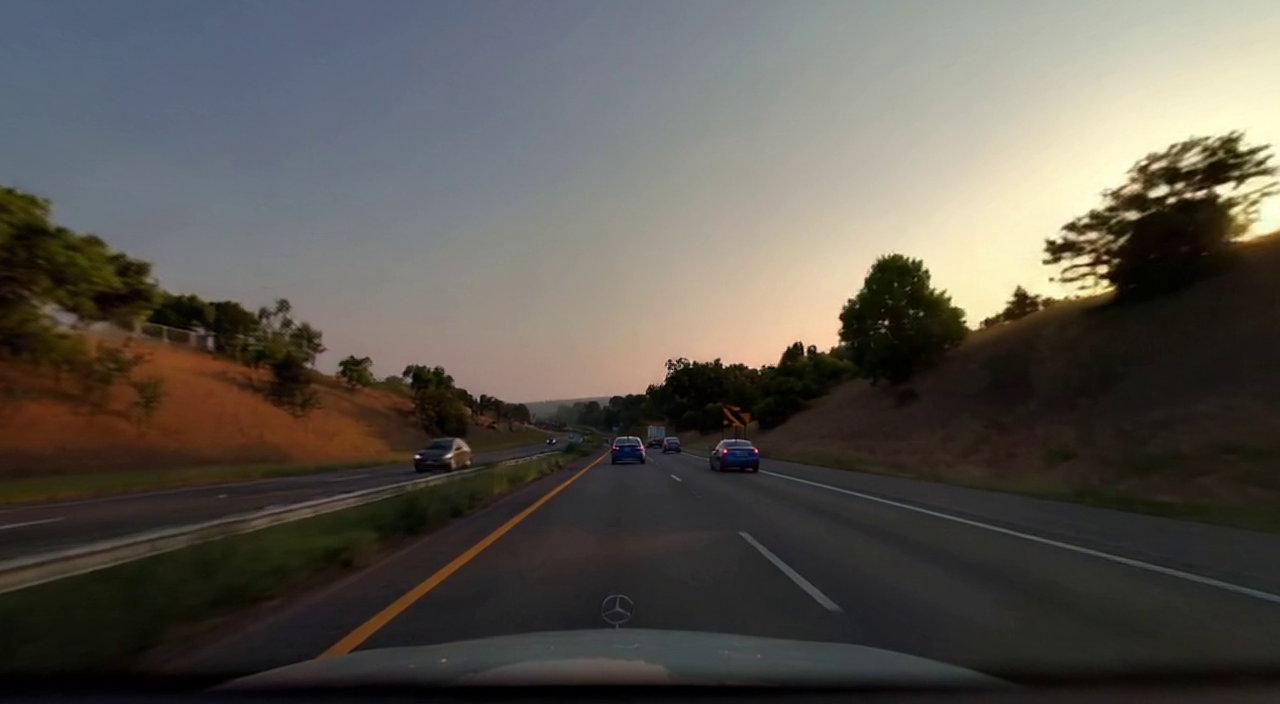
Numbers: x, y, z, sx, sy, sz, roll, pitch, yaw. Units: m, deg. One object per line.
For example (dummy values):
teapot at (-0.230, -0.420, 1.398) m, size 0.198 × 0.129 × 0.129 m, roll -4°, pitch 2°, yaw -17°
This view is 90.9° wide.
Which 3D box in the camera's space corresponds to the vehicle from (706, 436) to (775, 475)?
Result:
vehicle at (4.163, 4.330, 26.830) m, size 2.066 × 1.526 × 4.216 m, roll 0°, pitch -8°, yaw -3°

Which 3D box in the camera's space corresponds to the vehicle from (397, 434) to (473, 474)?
vehicle at (-9.882, 4.923, 30.810) m, size 2.178 × 1.789 × 4.689 m, roll 0°, pitch -8°, yaw -1°

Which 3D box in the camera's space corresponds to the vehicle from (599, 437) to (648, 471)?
vehicle at (-0.766, 4.732, 29.604) m, size 2.143 × 1.466 × 3.693 m, roll 0°, pitch -7°, yaw -1°
